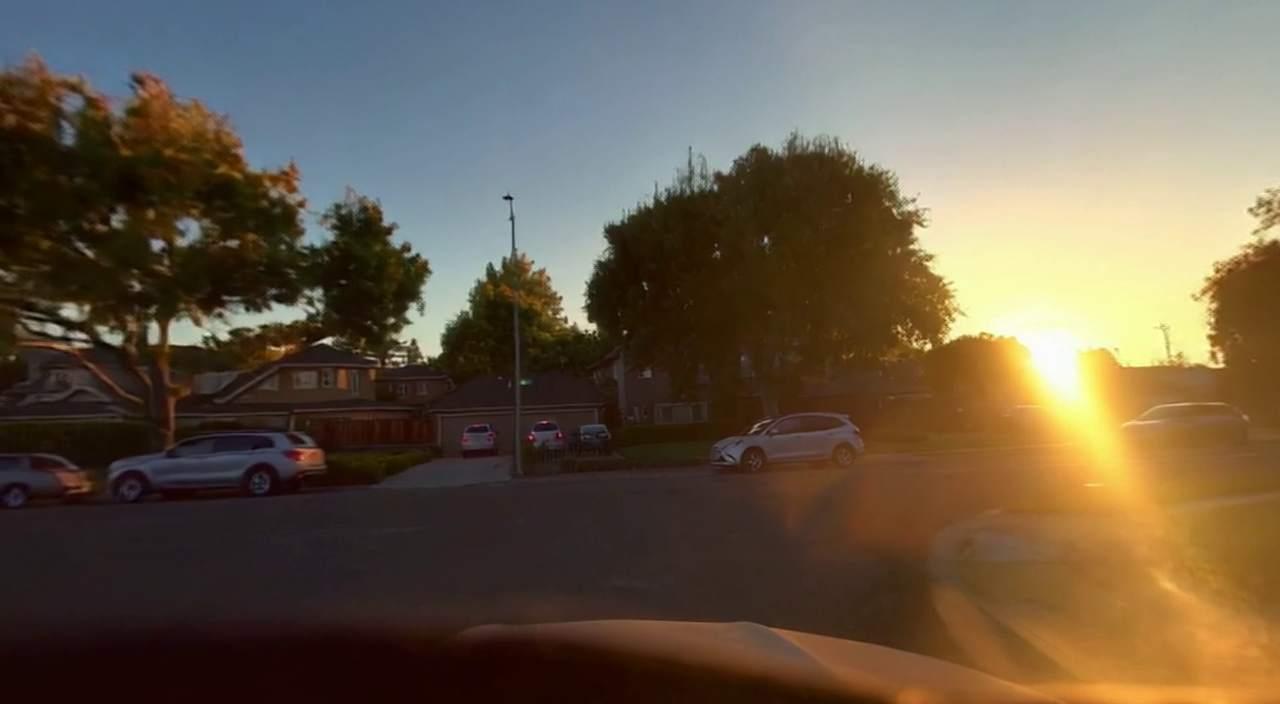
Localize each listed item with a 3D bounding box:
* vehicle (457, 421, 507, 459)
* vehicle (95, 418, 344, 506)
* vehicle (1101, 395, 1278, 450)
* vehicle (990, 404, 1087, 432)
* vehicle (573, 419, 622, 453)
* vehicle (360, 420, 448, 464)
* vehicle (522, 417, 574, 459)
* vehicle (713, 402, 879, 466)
[{"bbox_3d":[-8.593,4.853,34.532,2.391,1.894,5.075,1,-9,-13],"label":"vehicle"},{"bbox_3d":[-11.820,3.097,18.290,5.419,2.292,2.272,1,-8,-11],"label":"vehicle"},{"bbox_3d":[20.910,2.704,24.131,5.179,1.847,2.219,0,-10,-12],"label":"vehicle"},{"bbox_3d":[24.541,4.146,39.102,1.967,1.523,4.619,4,-10,-26],"label":"vehicle"},{"bbox_3d":[-2.403,4.635,34.525,2.005,1.699,4.234,1,-9,-13],"label":"vehicle"},{"bbox_3d":[-12.210,4.642,32.454,2.307,2.043,5.475,7,-12,-41],"label":"vehicle"},{"bbox_3d":[-4.891,4.456,32.848,2.278,1.969,5.533,1,-8,-12],"label":"vehicle"},{"bbox_3d":[5.136,2.798,21.264,4.919,1.969,2.104,2,-9,-8],"label":"vehicle"}]
